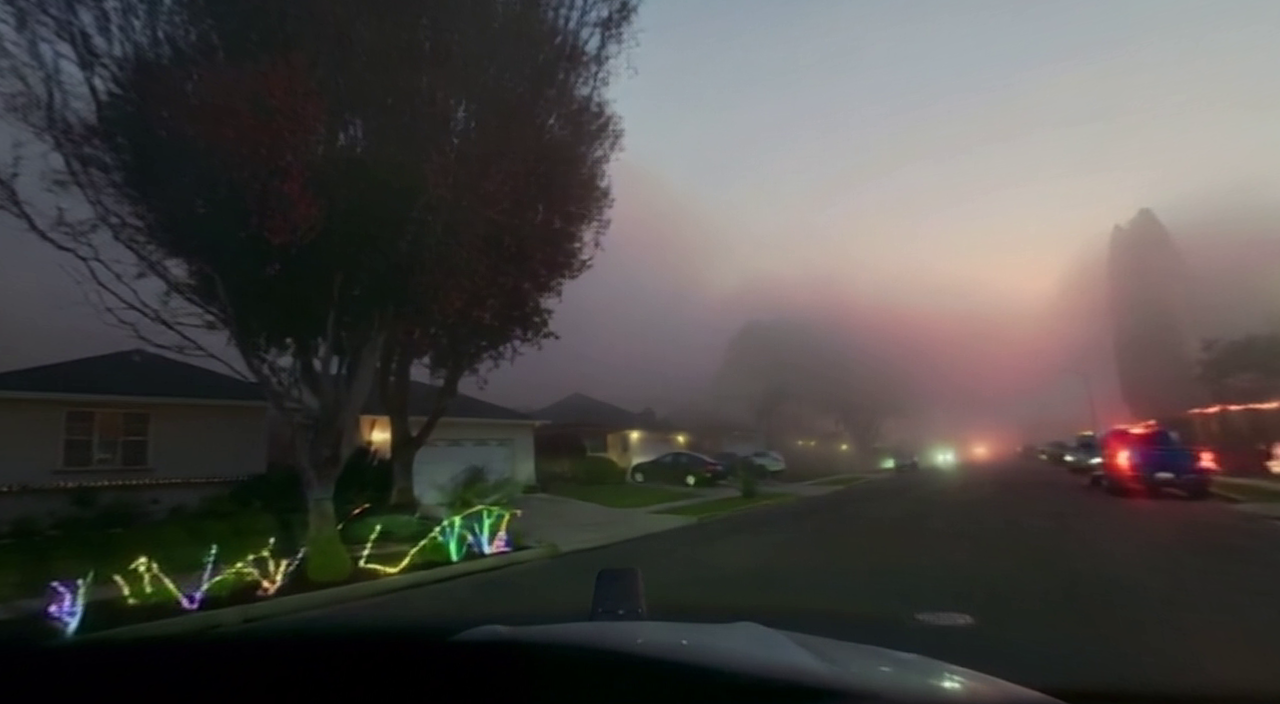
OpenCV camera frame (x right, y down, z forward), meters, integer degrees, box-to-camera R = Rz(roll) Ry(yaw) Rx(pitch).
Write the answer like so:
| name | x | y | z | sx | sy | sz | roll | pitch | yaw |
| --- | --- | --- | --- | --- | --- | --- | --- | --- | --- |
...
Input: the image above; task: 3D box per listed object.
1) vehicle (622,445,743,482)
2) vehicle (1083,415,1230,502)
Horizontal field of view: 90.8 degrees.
| name | x | y | z | sx | sy | sz | roll | pitch | yaw |
| --- | --- | --- | --- | --- | --- | --- | --- | --- | --- |
| vehicle | 1.797 | 4.775 | 27.304 | 4.916 | 1.485 | 1.807 | -5 | -10 | 28 |
| vehicle | 14.136 | 2.911 | 17.732 | 2.552 | 2.024 | 5.414 | -6 | -10 | 34 |
